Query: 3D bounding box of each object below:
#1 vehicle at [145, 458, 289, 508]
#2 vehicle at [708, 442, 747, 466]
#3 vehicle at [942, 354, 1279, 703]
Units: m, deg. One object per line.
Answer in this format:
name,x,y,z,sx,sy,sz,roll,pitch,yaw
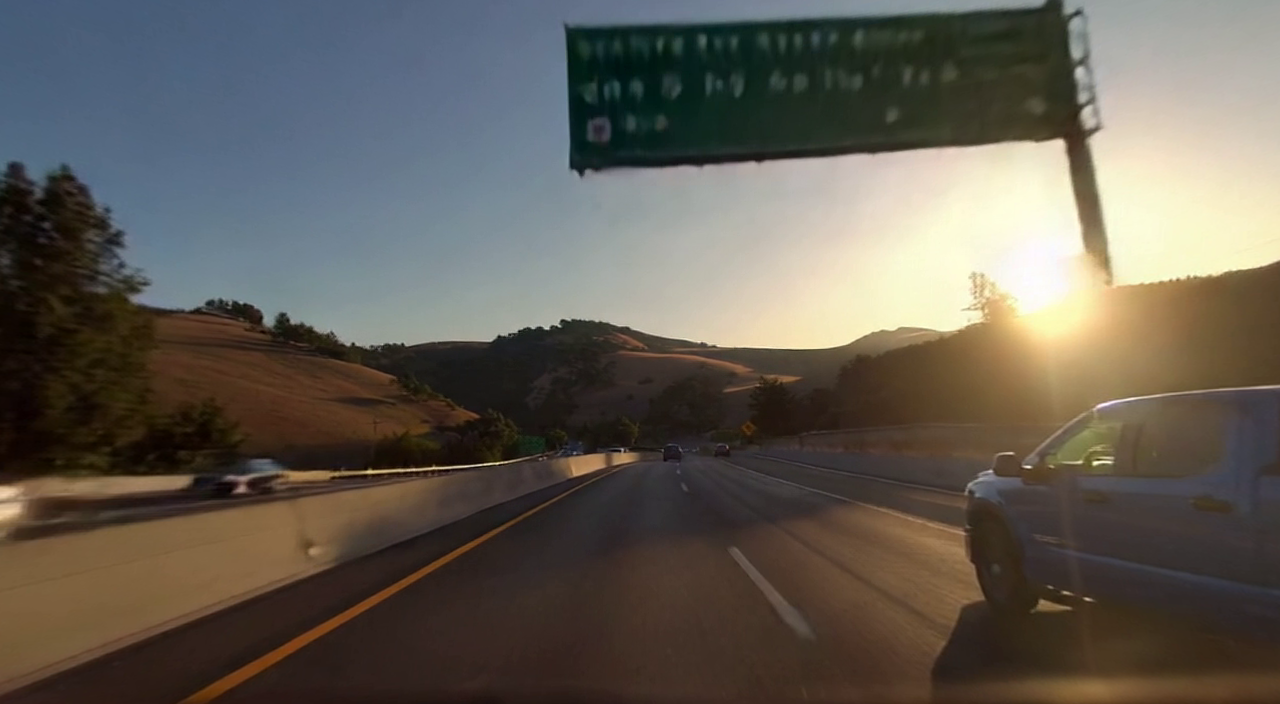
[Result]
vehicle,-14.270,4.410,21.696,1.815,1.428,4.437,0,-9,1
vehicle,6.094,7.151,44.402,2.249,1.635,4.118,0,-9,2
vehicle,3.920,0.988,3.463,2.151,1.744,4.709,0,-9,0
